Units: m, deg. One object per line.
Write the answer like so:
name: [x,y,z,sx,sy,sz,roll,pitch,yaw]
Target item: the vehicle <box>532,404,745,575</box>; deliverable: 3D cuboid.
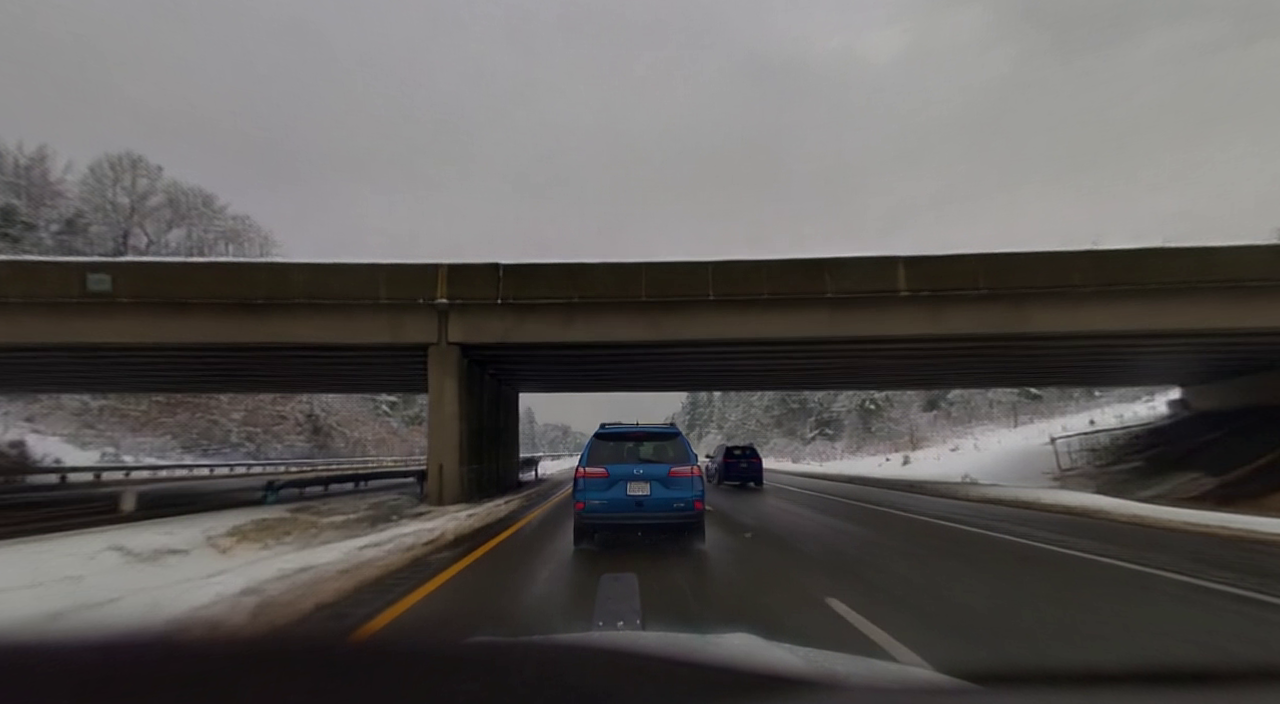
vehicle: [-0.010,1.806,8.923,2.288,1.823,4.059,0,-9,0]
